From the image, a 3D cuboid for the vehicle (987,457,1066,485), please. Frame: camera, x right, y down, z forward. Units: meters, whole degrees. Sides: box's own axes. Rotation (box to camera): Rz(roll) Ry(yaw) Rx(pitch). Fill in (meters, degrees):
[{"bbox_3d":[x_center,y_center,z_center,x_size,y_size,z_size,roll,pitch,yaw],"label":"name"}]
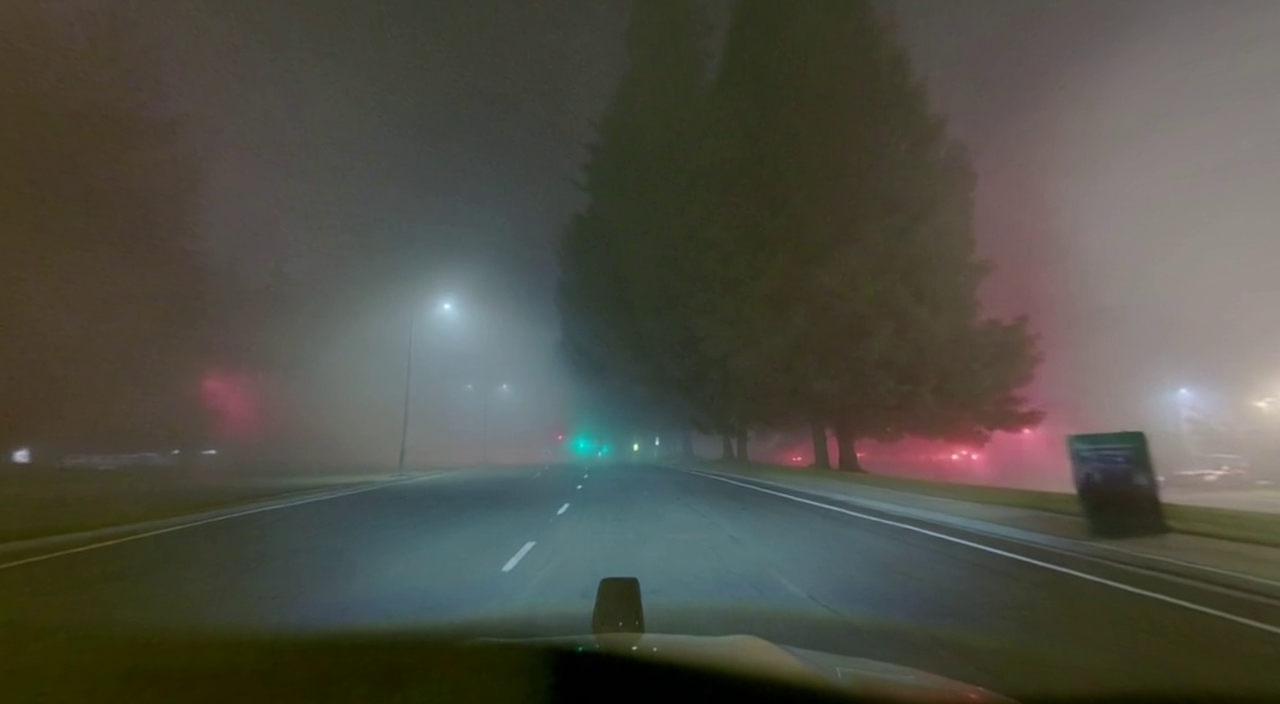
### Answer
[{"bbox_3d":[24.401,7.506,40.144,1.905,1.575,4.678,0,-9,-3],"label":"vehicle"}]
